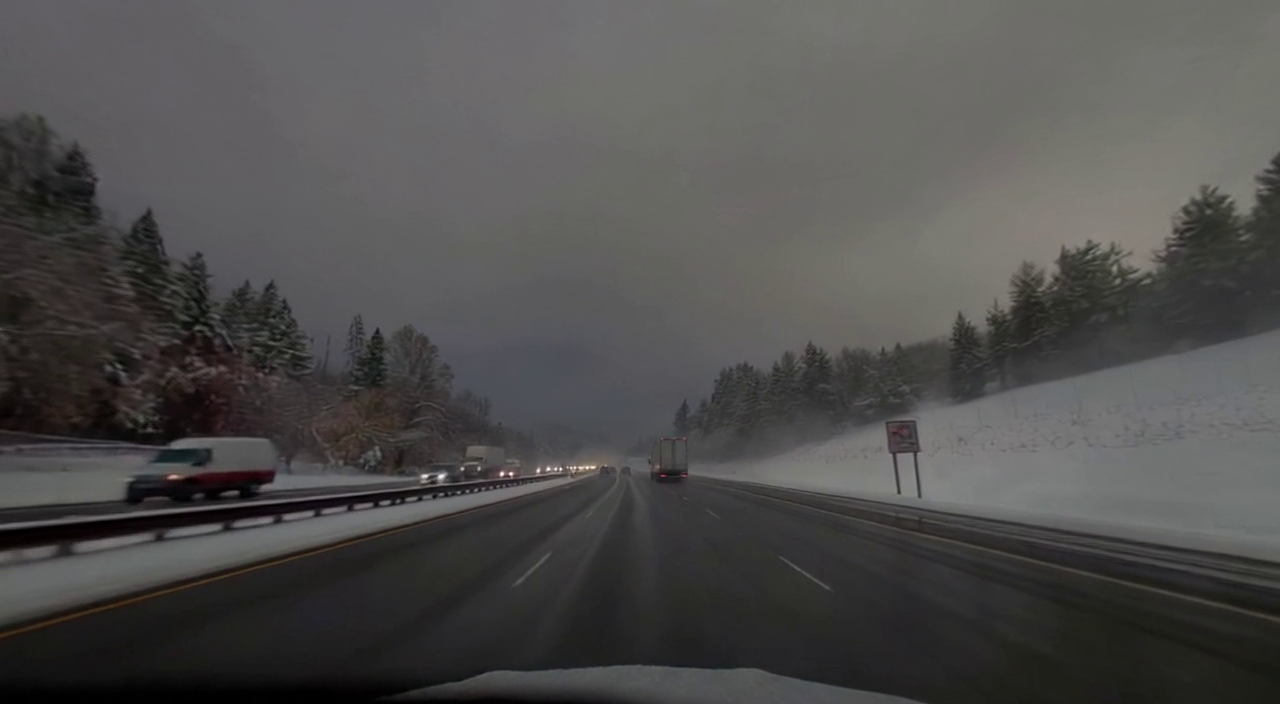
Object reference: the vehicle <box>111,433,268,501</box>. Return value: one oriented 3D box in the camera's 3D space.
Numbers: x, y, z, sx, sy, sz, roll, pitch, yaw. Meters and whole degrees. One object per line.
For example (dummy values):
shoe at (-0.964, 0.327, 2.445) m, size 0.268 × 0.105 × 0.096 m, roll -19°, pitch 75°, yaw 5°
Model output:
vehicle at (-19.748, 5.146, 28.189) m, size 2.350 × 2.655 × 6.249 m, roll 1°, pitch -10°, yaw -1°
